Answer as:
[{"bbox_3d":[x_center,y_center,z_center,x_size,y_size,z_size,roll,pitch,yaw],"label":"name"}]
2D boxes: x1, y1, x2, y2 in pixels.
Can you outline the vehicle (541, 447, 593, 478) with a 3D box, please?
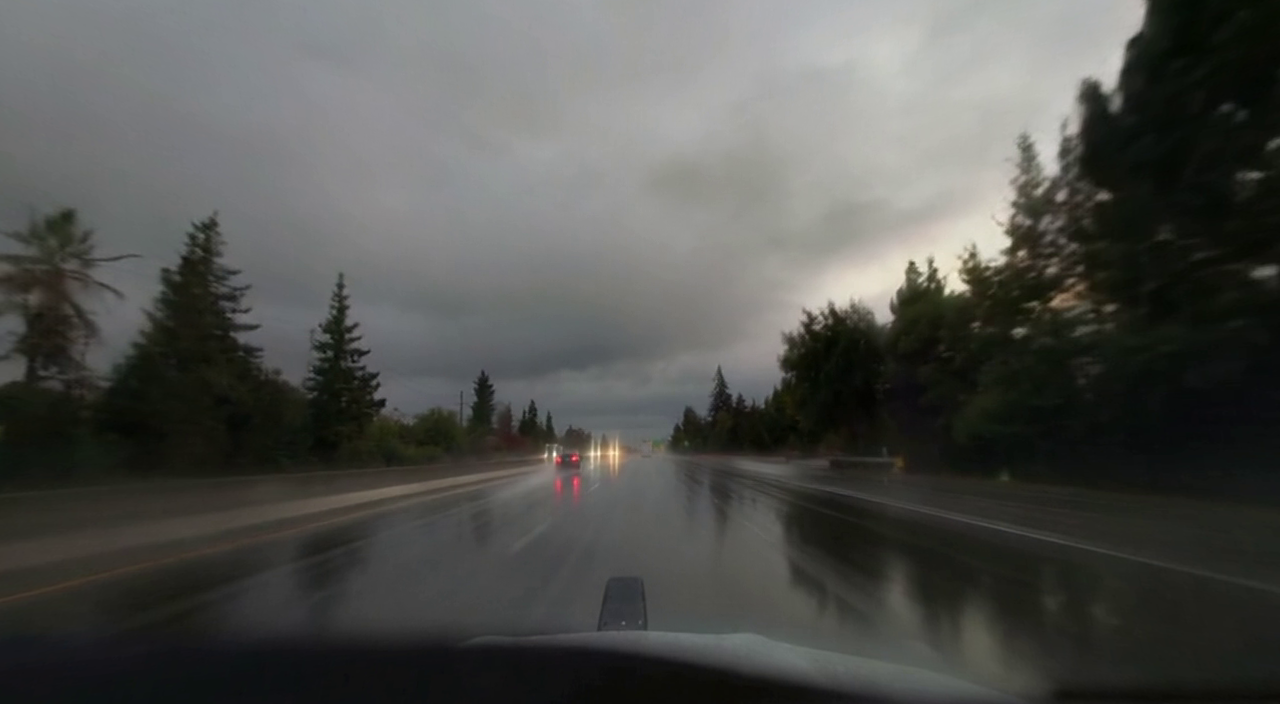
[{"bbox_3d":[-3.845,5.939,34.147,2.128,1.521,5.409,0,-9,1],"label":"vehicle"}]
